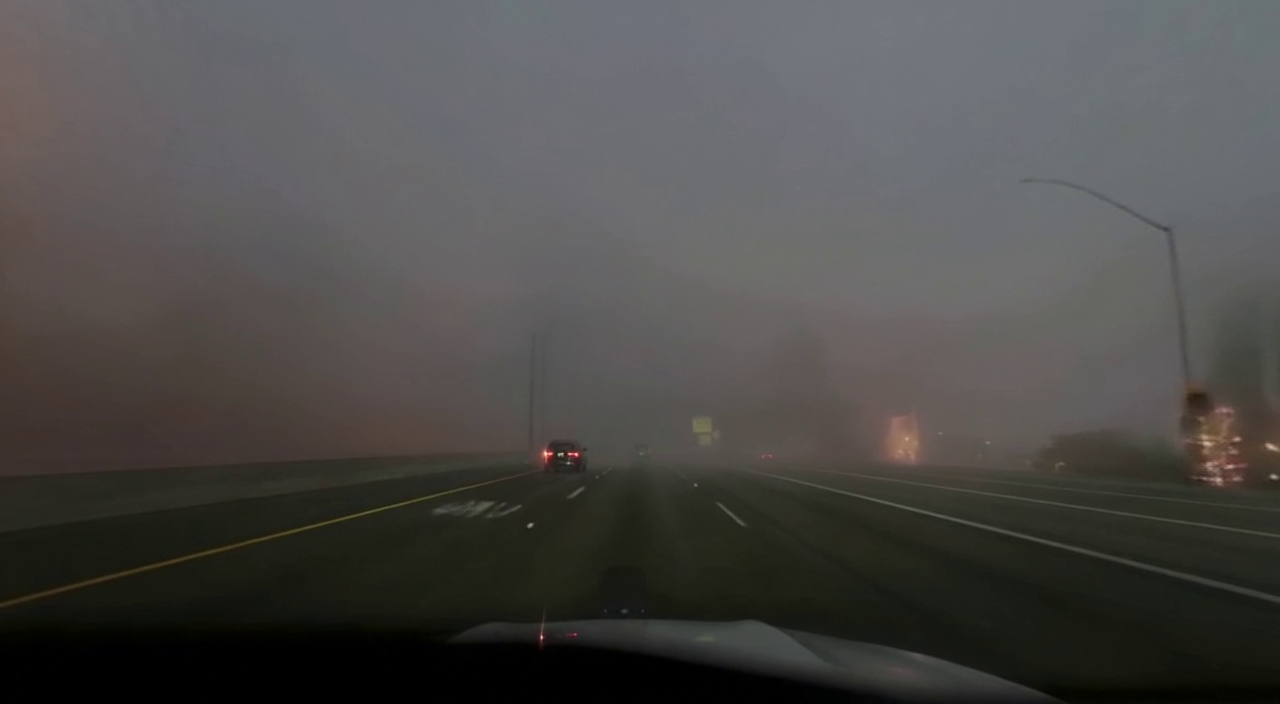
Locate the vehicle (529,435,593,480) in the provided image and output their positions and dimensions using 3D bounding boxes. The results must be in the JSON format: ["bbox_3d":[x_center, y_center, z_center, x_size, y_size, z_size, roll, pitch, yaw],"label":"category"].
[{"bbox_3d":[-3.237,4.414,26.690,2.072,1.706,4.359,0,-8,1],"label":"vehicle"}]
